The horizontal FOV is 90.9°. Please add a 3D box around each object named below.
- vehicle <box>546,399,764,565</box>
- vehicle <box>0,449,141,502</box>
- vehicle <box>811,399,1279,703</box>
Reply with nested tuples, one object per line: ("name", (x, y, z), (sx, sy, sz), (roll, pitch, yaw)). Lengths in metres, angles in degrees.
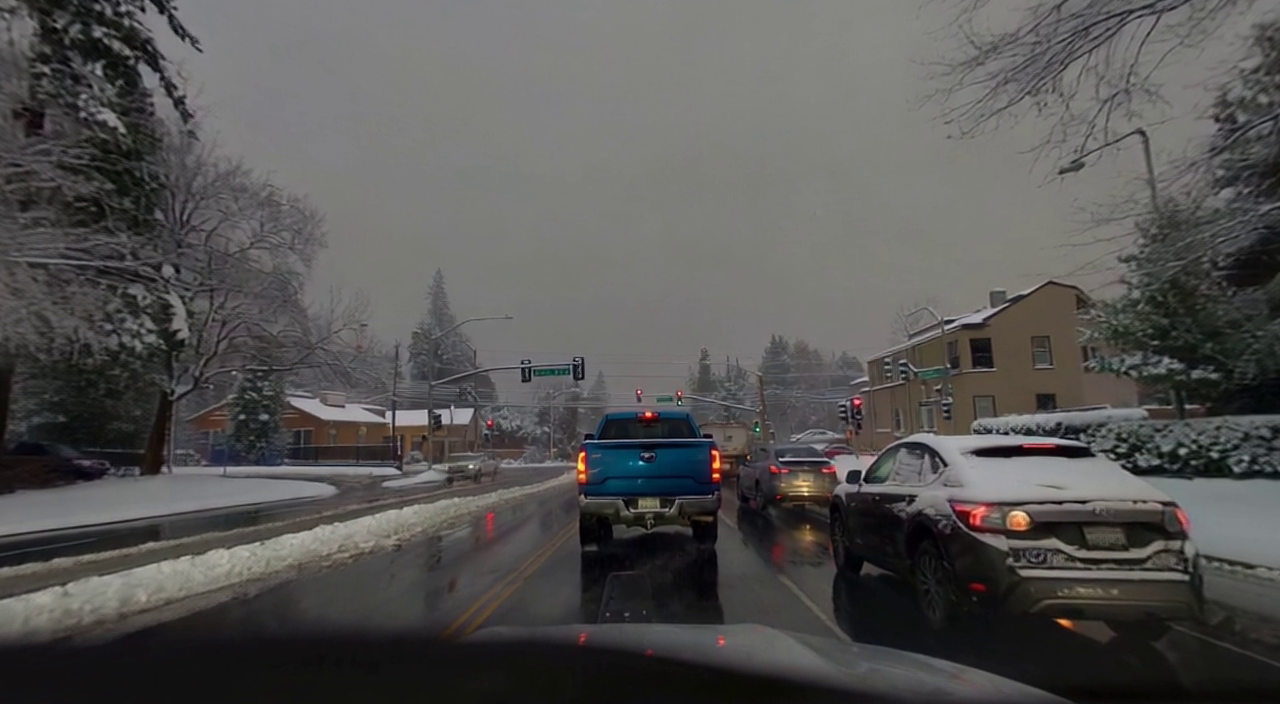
("vehicle", (0.194, 1.986, 10.451), (2.636, 2.011, 5.425), (0, -8, 0))
("vehicle", (-21.747, 4.577, 23.858), (2.062, 1.764, 4.508), (0, -8, -2))
("vehicle", (3.323, 1.441, 5.544), (2.155, 1.667, 5.162), (0, -9, 0))
